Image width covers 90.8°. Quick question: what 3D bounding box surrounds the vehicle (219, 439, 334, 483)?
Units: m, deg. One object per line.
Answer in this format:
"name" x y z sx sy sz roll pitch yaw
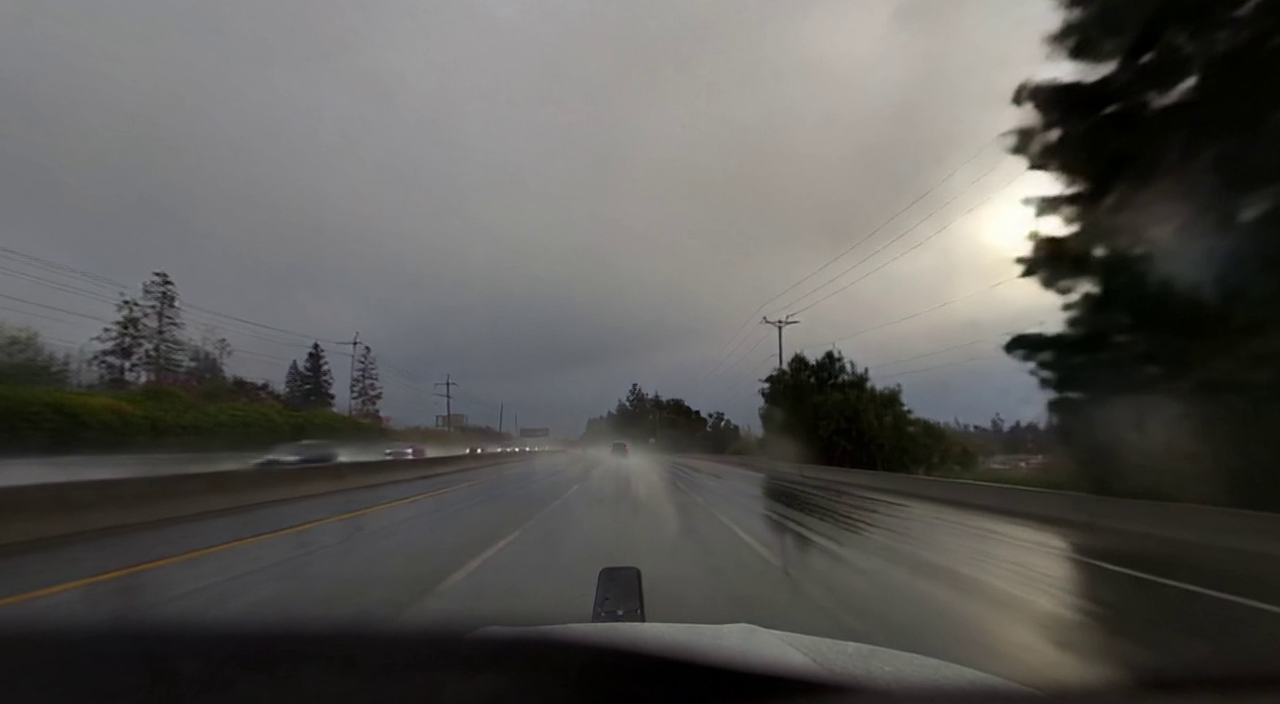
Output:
"vehicle" -14.263 4.301 25.150 1.961 1.565 4.514 0 -9 -1
